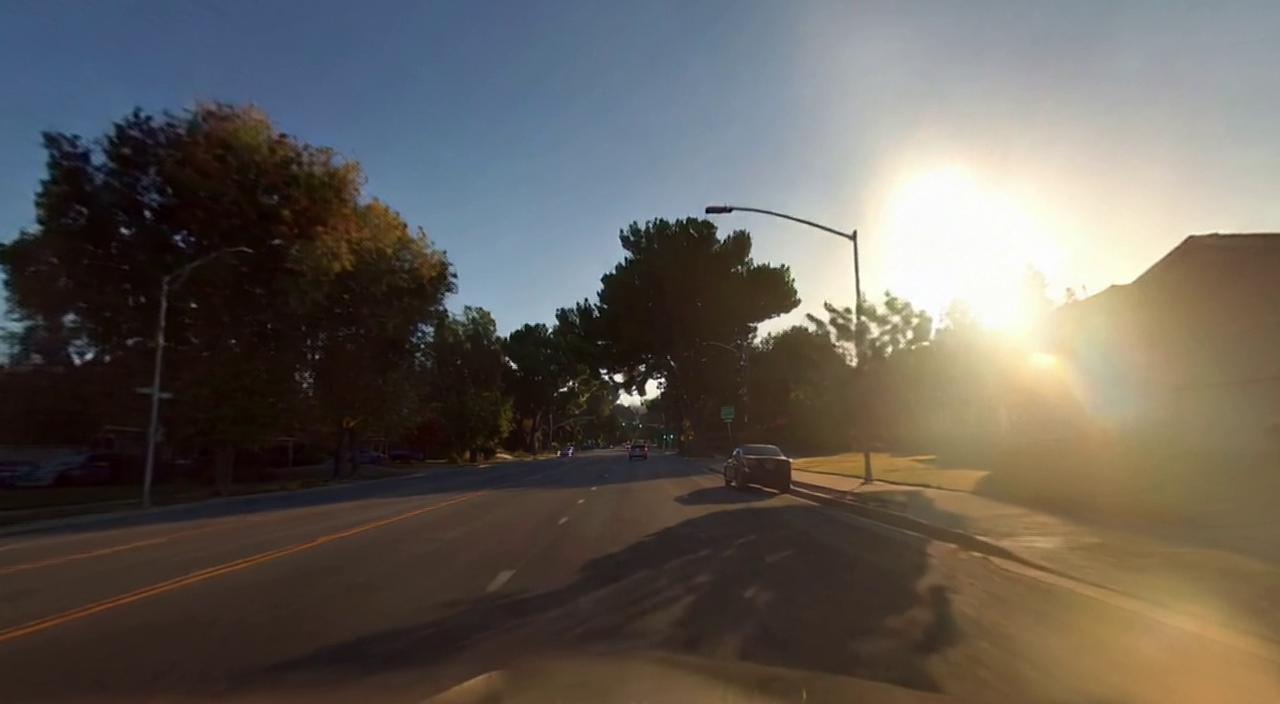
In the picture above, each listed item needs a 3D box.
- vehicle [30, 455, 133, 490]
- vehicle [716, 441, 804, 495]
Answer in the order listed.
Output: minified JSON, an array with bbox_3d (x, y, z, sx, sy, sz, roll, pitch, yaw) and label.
[{"bbox_3d":[-27.671,5.936,31.510,1.753,1.424,4.492,-2,-8,-11],"label":"vehicle"},{"bbox_3d":[3.712,3.649,20.332,1.942,1.502,4.244,0,-8,-1],"label":"vehicle"}]
